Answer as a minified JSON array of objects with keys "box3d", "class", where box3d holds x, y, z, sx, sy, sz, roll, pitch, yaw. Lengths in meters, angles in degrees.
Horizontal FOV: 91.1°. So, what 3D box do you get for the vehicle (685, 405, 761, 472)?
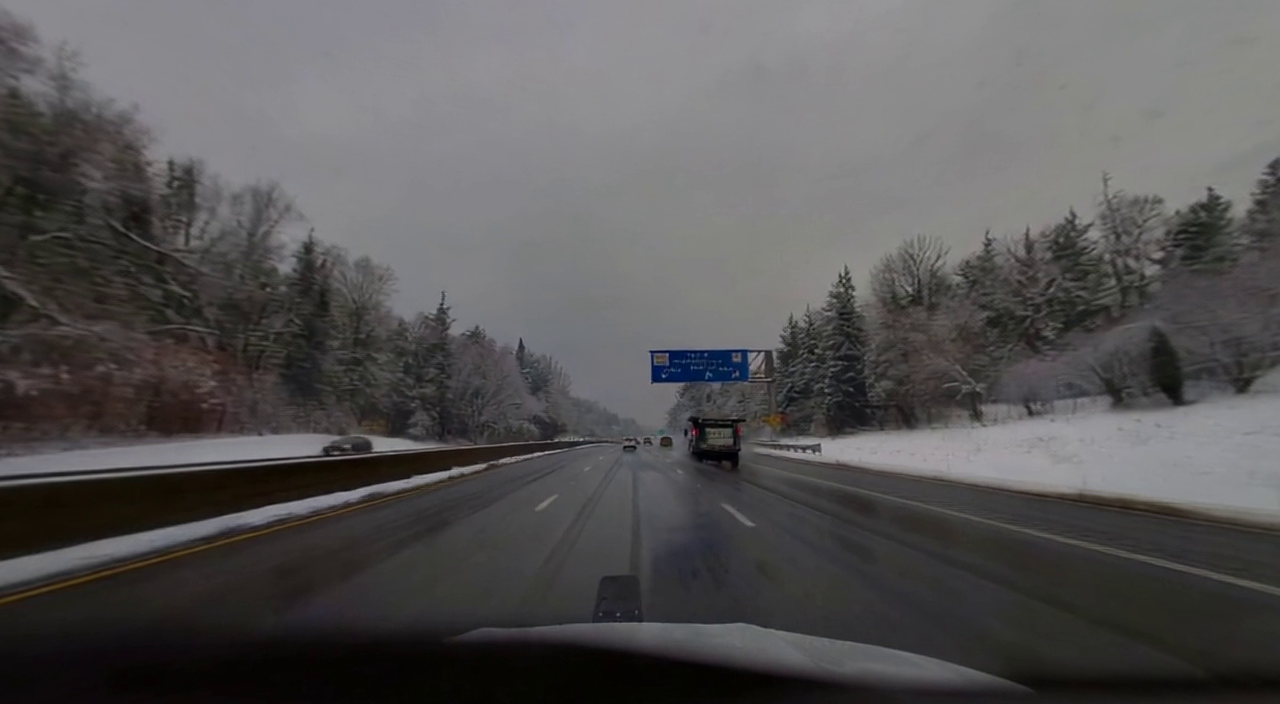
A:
[{"box3d":[3.473,3.811,27.690,2.411,2.614,5.781,0,-8,-1],"class":"vehicle"}]
